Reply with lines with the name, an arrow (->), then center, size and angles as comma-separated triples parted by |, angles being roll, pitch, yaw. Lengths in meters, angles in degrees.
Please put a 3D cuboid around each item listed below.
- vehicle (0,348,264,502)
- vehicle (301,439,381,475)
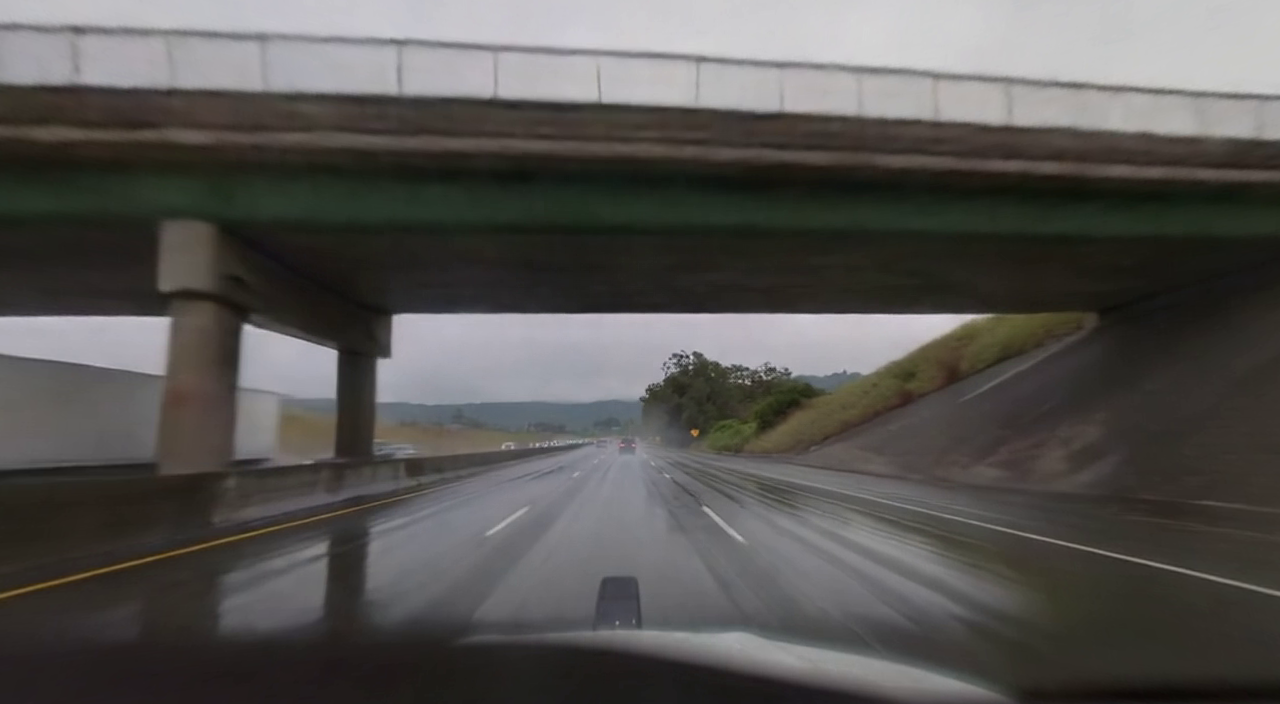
vehicle -> -16.508, 2.159, 18.082 | 2.982, 3.570, 14.255 | 0, -8, -1
vehicle -> -12.881, 4.511, 27.409 | 1.765, 1.408, 3.539 | 0, -8, -1
